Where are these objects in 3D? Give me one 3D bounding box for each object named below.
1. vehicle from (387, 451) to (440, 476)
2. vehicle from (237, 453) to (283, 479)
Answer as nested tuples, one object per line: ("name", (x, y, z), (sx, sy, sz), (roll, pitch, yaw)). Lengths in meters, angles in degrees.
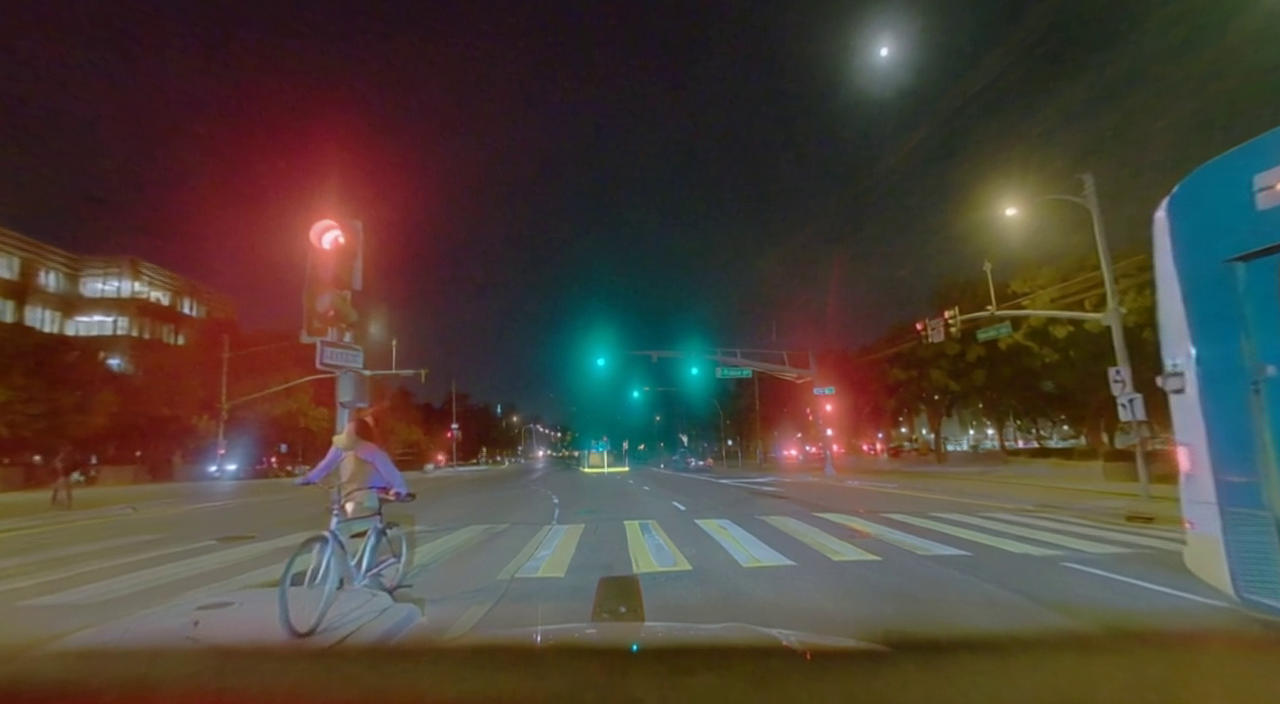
("vehicle", (-15.446, 7.526, 42.982), (2.123, 1.544, 4.158), (6, -11, -37))
("vehicle", (-28.732, 8.566, 47.737), (2.199, 1.838, 4.222), (7, -11, -40))
